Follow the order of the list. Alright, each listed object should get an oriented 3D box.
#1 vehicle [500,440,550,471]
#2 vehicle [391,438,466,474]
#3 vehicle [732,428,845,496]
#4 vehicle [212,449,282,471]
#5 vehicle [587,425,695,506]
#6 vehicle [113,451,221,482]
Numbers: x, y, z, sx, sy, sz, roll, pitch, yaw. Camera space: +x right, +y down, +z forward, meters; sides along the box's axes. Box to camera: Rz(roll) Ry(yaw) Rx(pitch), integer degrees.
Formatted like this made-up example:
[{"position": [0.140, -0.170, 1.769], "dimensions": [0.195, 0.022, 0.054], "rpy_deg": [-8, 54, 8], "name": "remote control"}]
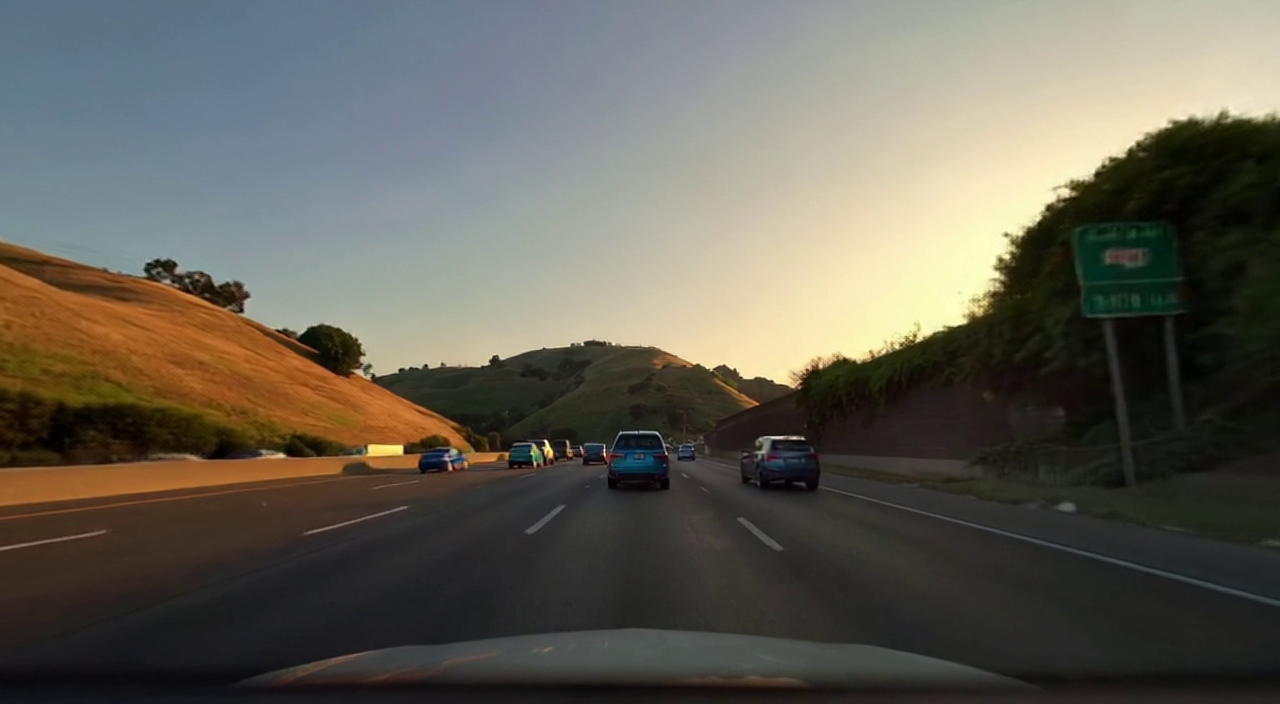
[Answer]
[{"position": [-6.768, 6.159, 37.592], "dimensions": [2.024, 1.706, 4.462], "rpy_deg": [0, -9, 1], "name": "vehicle"}, {"position": [-11.199, 5.550, 33.891], "dimensions": [2.223, 1.781, 5.098], "rpy_deg": [0, -9, 1], "name": "vehicle"}, {"position": [4.494, 3.469, 20.286], "dimensions": [2.204, 1.852, 5.845], "rpy_deg": [0, -9, 0], "name": "vehicle"}, {"position": [-28.449, 7.803, 45.854], "dimensions": [1.952, 1.536, 4.862], "rpy_deg": [0, -9, 1], "name": "vehicle"}, {"position": [0.049, 2.911, 16.532], "dimensions": [2.447, 1.804, 4.273], "rpy_deg": [0, -9, 1], "name": "vehicle"}, {"position": [-24.444, 5.909, 32.819], "dimensions": [2.145, 1.448, 4.370], "rpy_deg": [0, -9, 1], "name": "vehicle"}]
